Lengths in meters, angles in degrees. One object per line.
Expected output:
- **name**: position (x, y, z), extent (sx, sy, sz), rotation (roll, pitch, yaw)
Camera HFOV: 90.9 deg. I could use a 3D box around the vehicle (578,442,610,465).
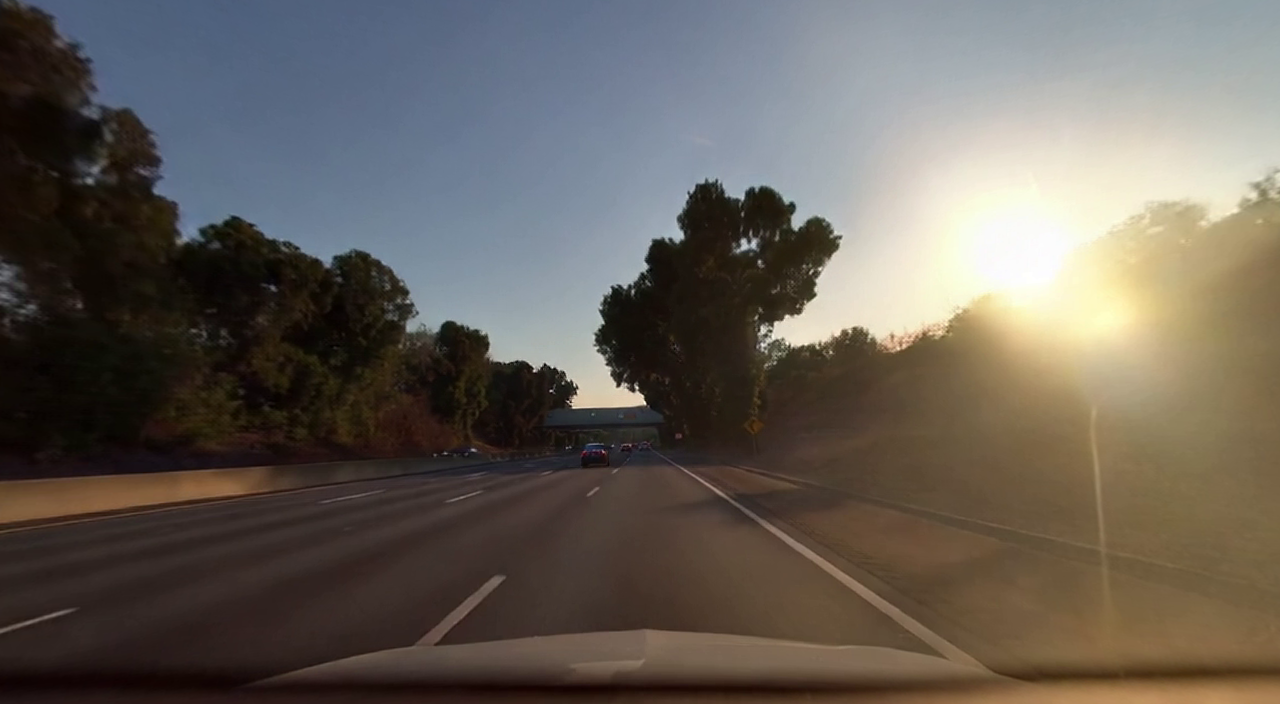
- **vehicle**: position (-3.246, 7.287, 45.460), extent (1.993, 1.589, 3.898), rotation (0, -8, 1)
